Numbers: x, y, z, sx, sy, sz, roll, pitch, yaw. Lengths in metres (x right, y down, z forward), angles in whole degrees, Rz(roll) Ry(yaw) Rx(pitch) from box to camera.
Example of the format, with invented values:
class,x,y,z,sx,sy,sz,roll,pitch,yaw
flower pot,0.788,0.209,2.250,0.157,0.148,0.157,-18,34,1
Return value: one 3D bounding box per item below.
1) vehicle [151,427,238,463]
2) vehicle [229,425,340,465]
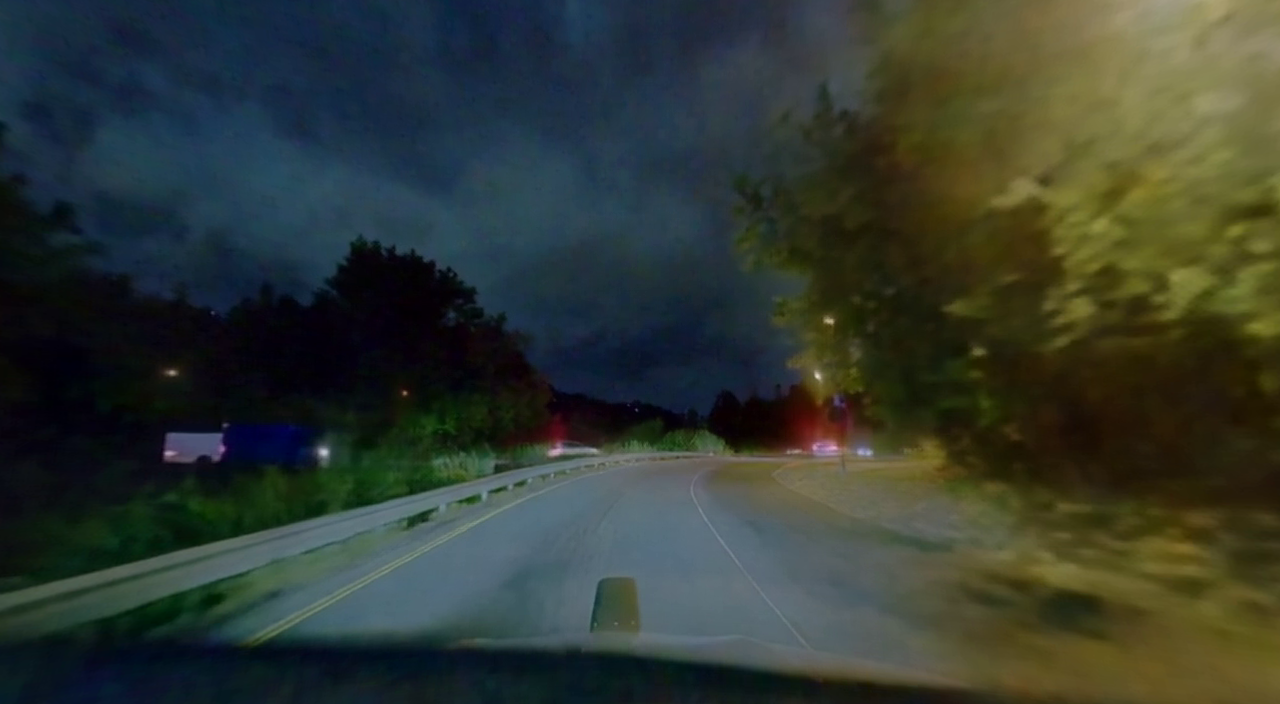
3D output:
class,x,y,z,sx,sy,sz,roll,pitch,yaw
vehicle,-33.677,7.050,47.802,4.784,2.535,2.203,1,-10,-19
vehicle,-27.842,7.306,49.735,7.155,2.942,2.420,3,-8,-20
